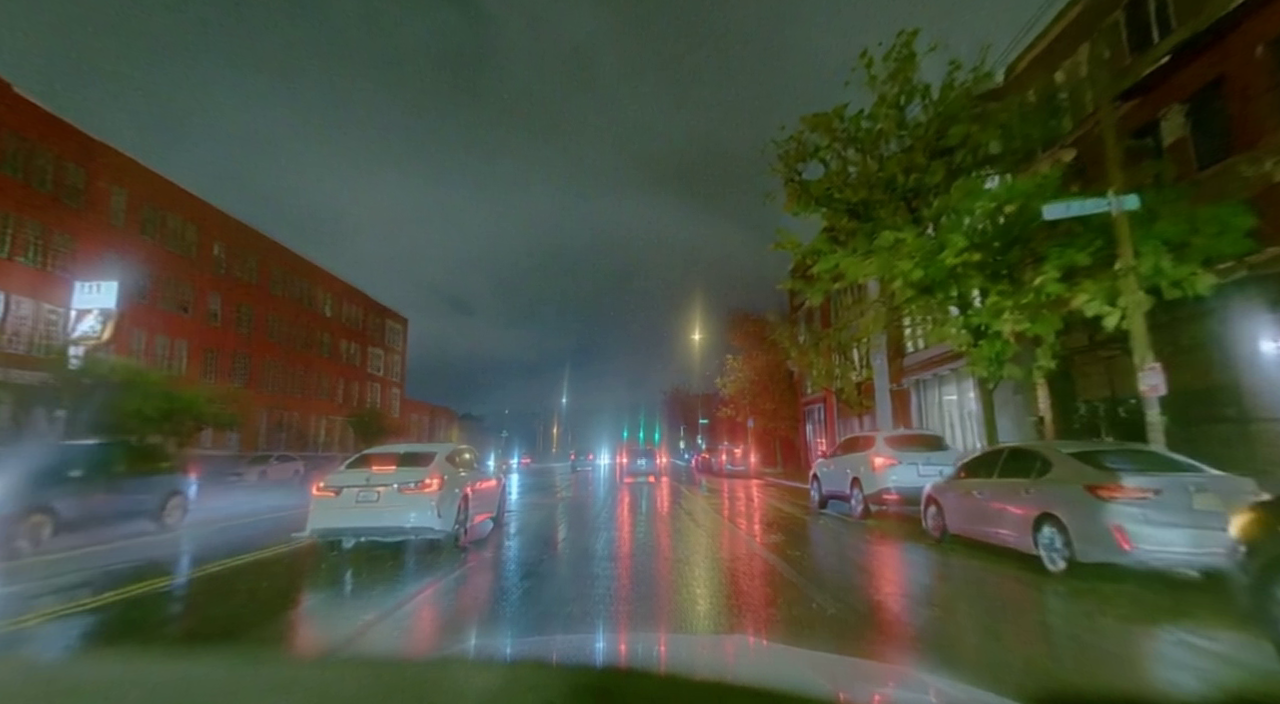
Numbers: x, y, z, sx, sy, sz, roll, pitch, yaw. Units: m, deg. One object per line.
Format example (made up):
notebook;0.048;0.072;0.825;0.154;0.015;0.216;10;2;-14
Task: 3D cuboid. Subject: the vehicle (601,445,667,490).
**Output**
vehicle;-0.239;4.264;23.608;2.230;1.518;4.113;1;-9;-1

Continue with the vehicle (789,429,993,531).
vehicle;4.907;2.571;13.303;2.123;1.736;4.795;1;-9;-3

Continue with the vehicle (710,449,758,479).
vehicle;4.976;5.939;33.707;1.832;1.491;4.054;1;-9;-2

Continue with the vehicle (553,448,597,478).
vehicle;-3.678;6.341;36.195;1.972;1.560;4.066;0;-9;2

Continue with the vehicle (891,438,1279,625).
vehicle;4.834;1.816;7.459;1.910;1.499;4.495;0;-9;0

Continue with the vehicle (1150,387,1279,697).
vehicle;4.751;0.828;1.911;2.001;1.742;4.996;1;-9;-3

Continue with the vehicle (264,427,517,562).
vehicle;-3.392;2.026;9.756;1.934;1.548;4.635;0;-9;1

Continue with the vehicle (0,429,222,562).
vehicle;-9.585;2.188;10.287;2.186;1.745;4.693;0;-9;1
